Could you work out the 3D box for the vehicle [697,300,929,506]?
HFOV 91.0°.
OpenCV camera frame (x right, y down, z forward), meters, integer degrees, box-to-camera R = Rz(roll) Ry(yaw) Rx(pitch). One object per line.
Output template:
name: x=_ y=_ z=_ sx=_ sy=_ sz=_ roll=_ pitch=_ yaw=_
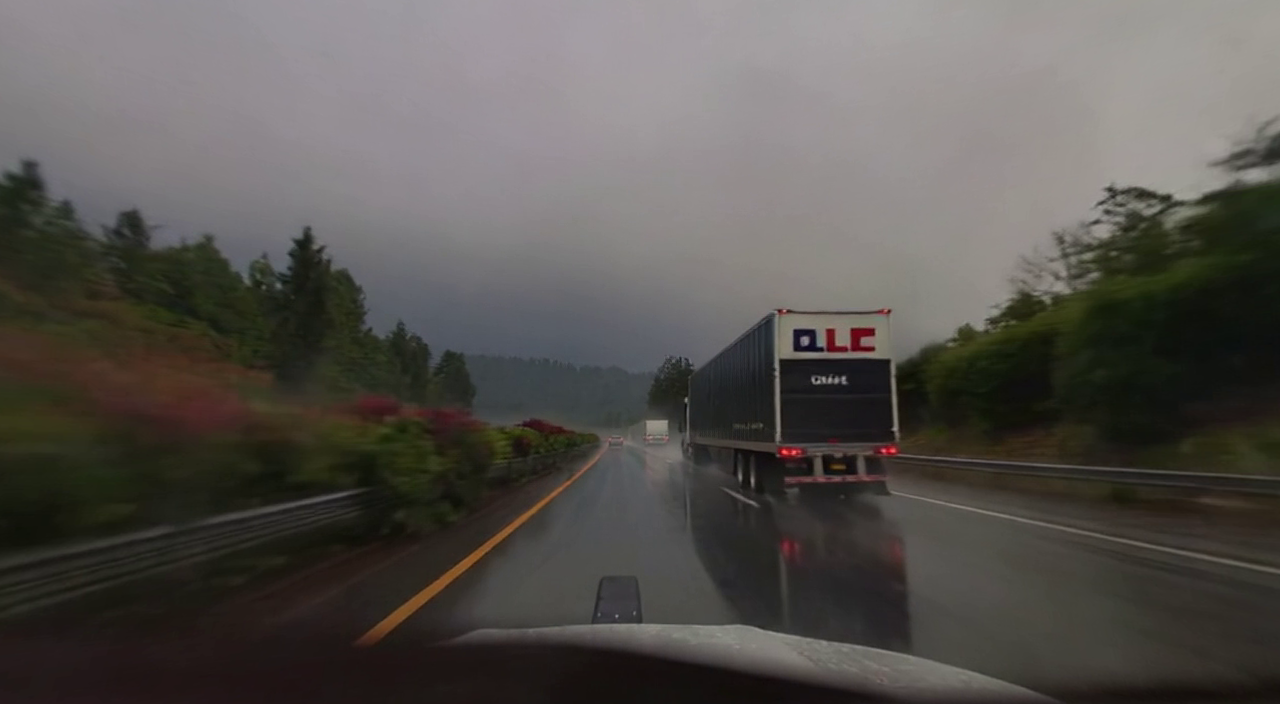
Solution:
vehicle: x=4.023 y=1.948 z=19.497 sx=2.871 sy=4.072 sz=14.183 roll=0 pitch=-8 yaw=-1
